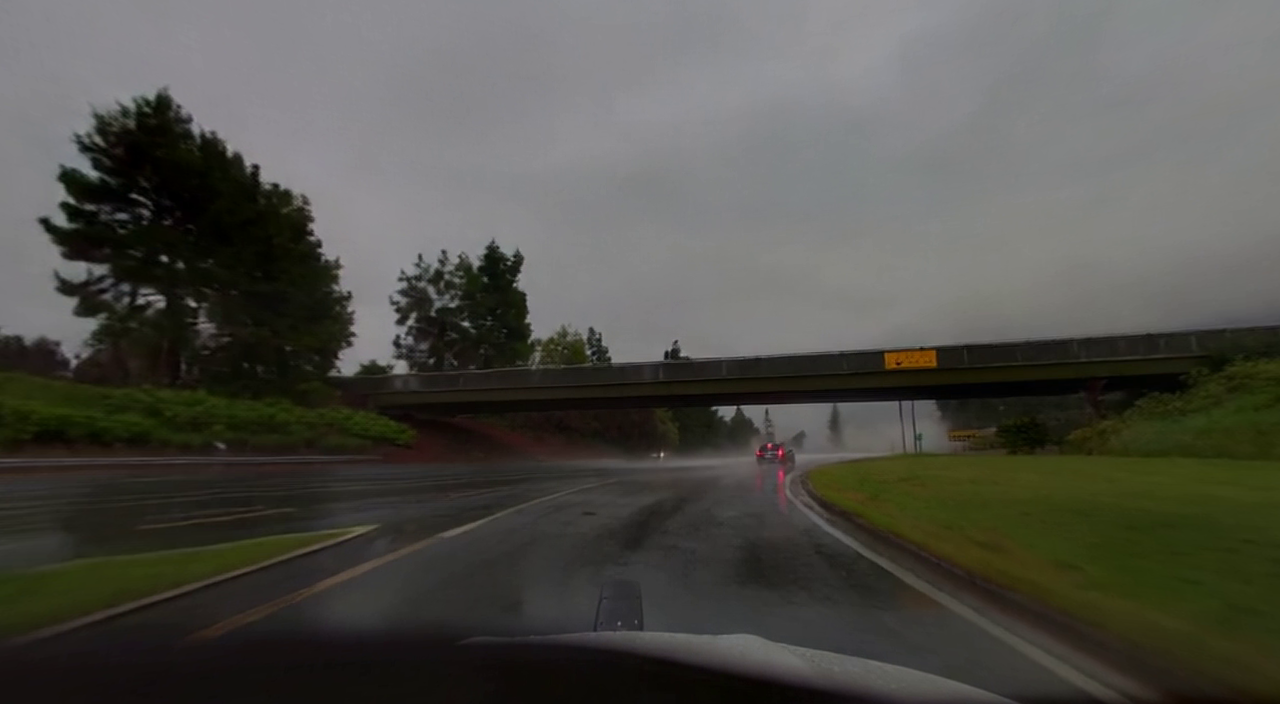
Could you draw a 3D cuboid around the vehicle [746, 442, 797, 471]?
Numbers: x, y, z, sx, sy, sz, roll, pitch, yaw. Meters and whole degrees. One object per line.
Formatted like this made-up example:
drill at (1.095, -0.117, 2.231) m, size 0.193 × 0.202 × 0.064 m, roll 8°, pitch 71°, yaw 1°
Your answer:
vehicle at (6.971, 5.489, 33.115) m, size 1.980 × 1.449 × 3.650 m, roll -4°, pitch -10°, yaw 21°
